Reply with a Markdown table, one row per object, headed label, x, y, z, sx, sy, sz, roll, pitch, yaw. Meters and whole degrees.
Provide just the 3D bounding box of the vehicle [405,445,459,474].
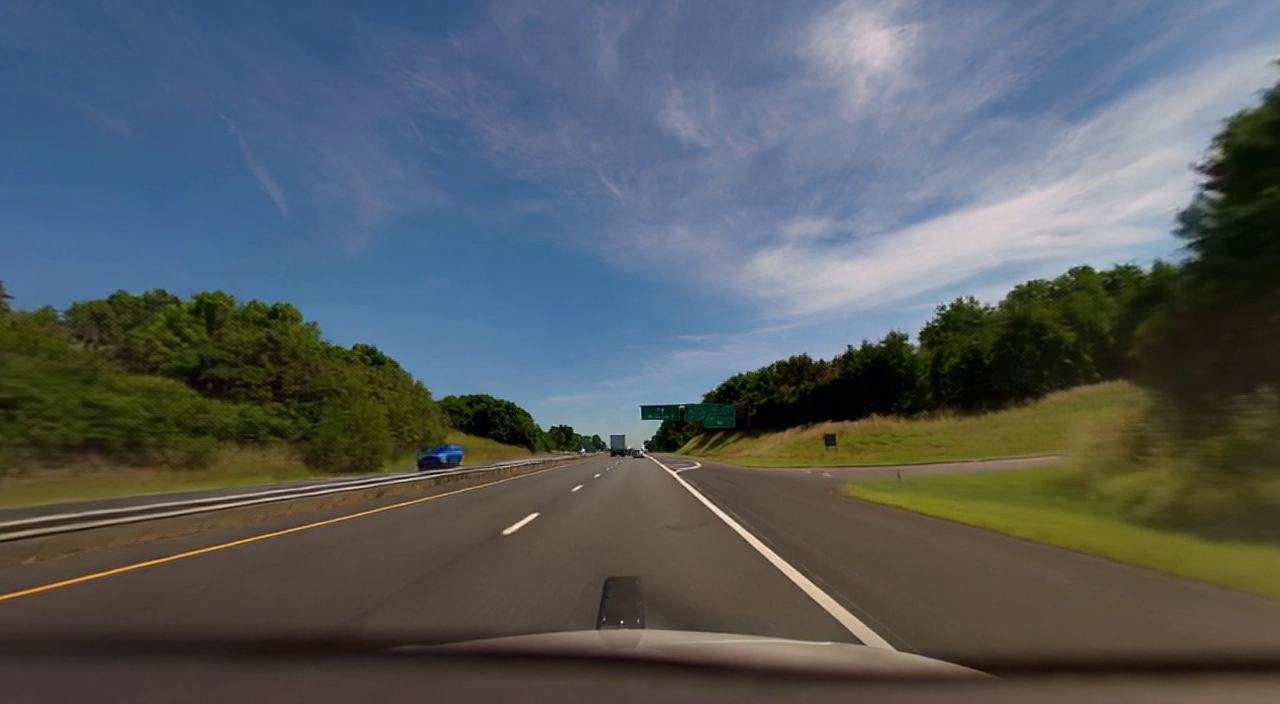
| label | x | y | z | sx | sy | sz | roll | pitch | yaw |
| --- | --- | --- | --- | --- | --- | --- | --- | --- | --- |
| vehicle | -12.121 | 6.295 | 37.032 | 1.975 | 1.575 | 3.441 | 0 | -9 | 0 |
